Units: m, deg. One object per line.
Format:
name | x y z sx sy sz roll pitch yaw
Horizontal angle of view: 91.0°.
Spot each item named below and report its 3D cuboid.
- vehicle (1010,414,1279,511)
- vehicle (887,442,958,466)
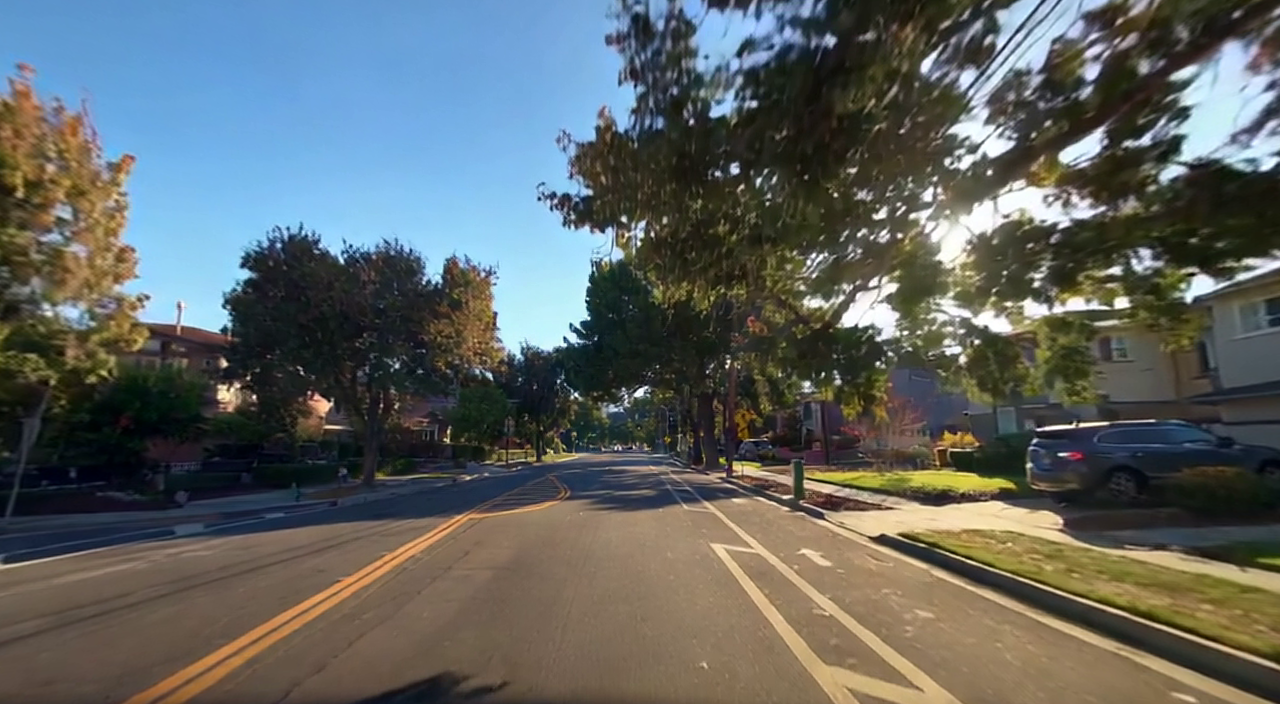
vehicle | 10.946 2.289 13.250 4.760 1.808 2.402 0 -9 -2
vehicle | 20.381 7.363 45.586 3.943 1.664 2.391 0 -8 -2
